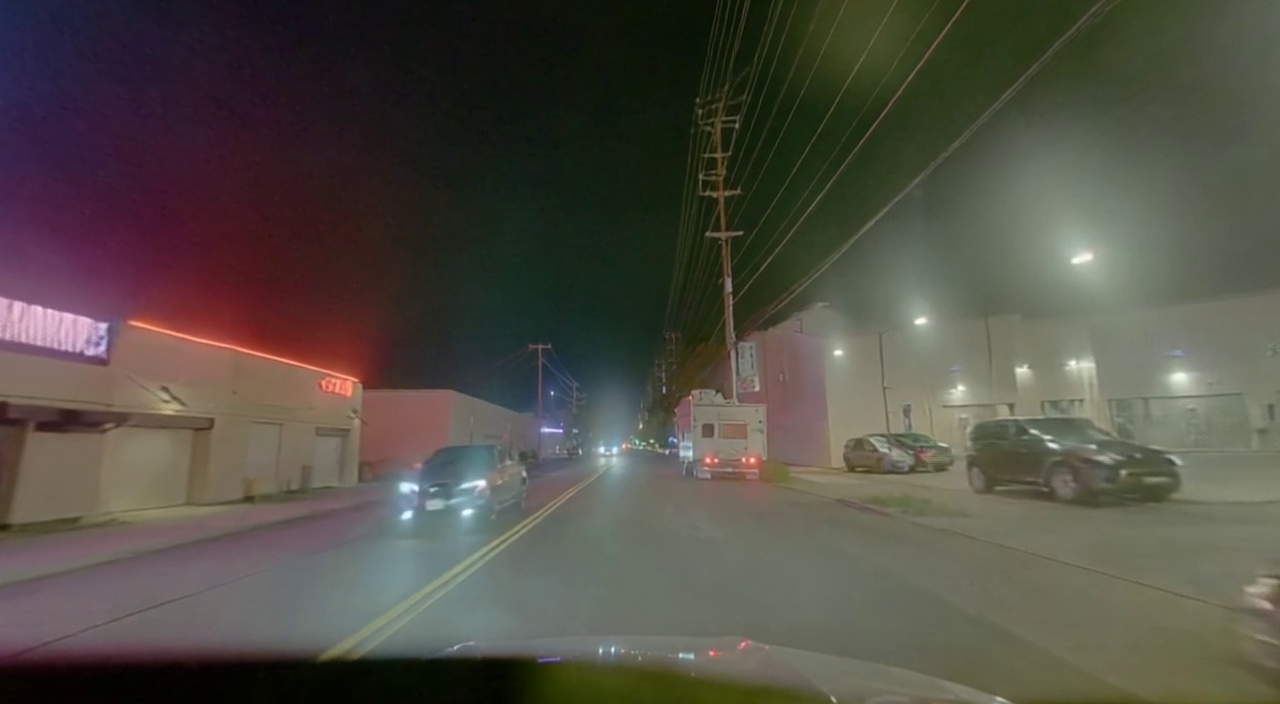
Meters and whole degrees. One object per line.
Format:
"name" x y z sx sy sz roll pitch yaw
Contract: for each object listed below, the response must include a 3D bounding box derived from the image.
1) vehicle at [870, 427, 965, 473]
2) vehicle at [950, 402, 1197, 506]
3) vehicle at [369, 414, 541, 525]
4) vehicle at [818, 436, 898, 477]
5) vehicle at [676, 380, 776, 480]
"vehicle" 12.163 4.331 28.084 2.022 1.849 4.509 0 -8 -2
"vehicle" 9.388 2.276 14.375 2.111 1.939 4.756 0 -8 -1
"vehicle" -3.753 2.493 13.963 2.307 1.998 4.734 0 -8 1
"vehicle" 9.513 4.594 27.970 2.039 1.662 4.304 0 -8 1
"vehicle" 3.752 3.911 29.883 3.029 3.860 7.726 -5 -10 -3
